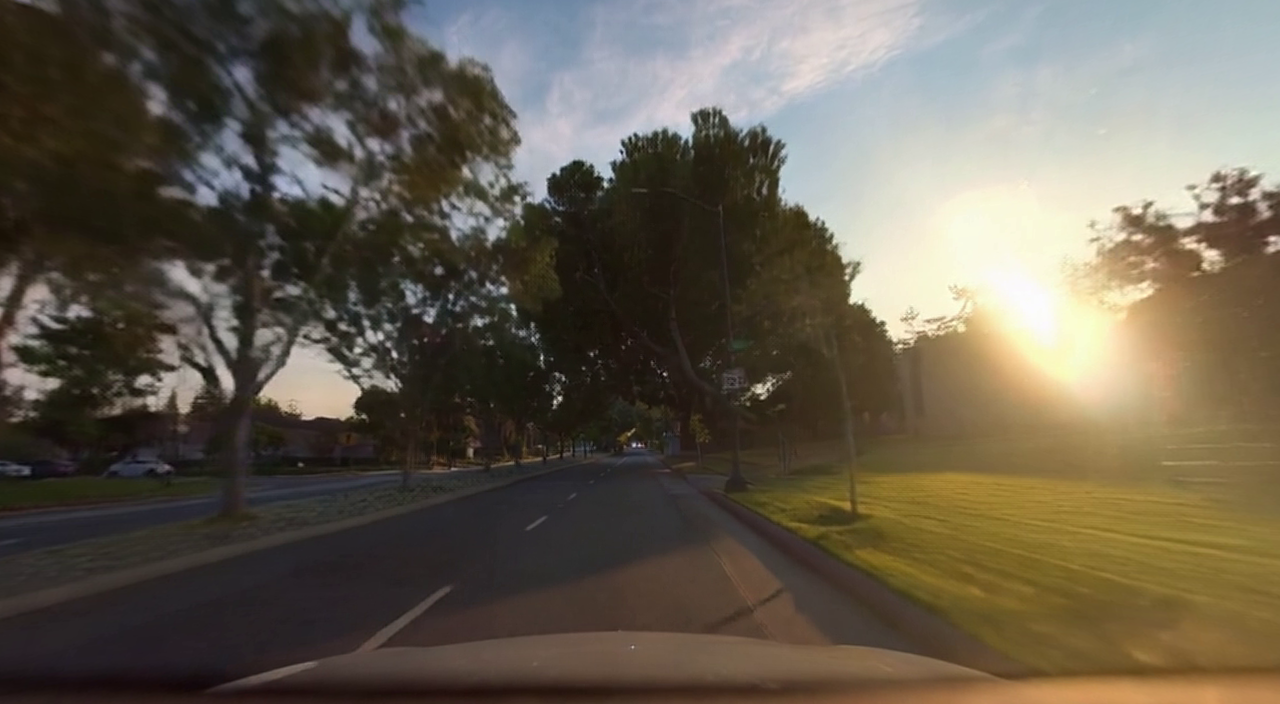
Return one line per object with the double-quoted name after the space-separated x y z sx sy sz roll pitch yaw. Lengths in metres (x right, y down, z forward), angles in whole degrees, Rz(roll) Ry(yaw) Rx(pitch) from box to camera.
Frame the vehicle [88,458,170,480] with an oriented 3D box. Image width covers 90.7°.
-36.450 8.364 45.236 4.213 1.431 1.812 0 -8 -1 "vehicle"
